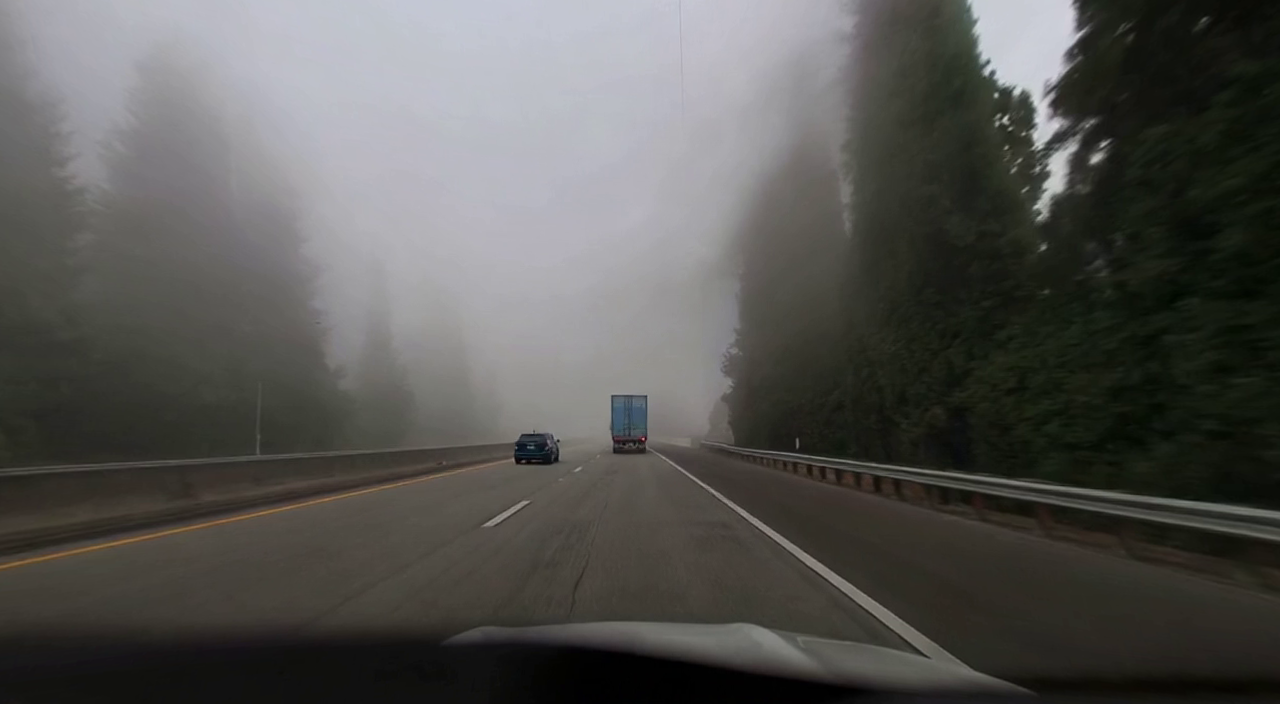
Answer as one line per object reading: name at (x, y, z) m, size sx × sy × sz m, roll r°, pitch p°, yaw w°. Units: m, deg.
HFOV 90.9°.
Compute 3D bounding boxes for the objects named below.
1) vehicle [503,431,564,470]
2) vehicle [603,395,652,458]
vehicle at (-4.524, 4.218, 27.287) m, size 1.934 × 1.549 × 4.194 m, roll 0°, pitch -8°, yaw -1°
vehicle at (-0.782, 5.202, 43.560) m, size 2.955 × 3.851 × 9.915 m, roll 0°, pitch -8°, yaw 0°
